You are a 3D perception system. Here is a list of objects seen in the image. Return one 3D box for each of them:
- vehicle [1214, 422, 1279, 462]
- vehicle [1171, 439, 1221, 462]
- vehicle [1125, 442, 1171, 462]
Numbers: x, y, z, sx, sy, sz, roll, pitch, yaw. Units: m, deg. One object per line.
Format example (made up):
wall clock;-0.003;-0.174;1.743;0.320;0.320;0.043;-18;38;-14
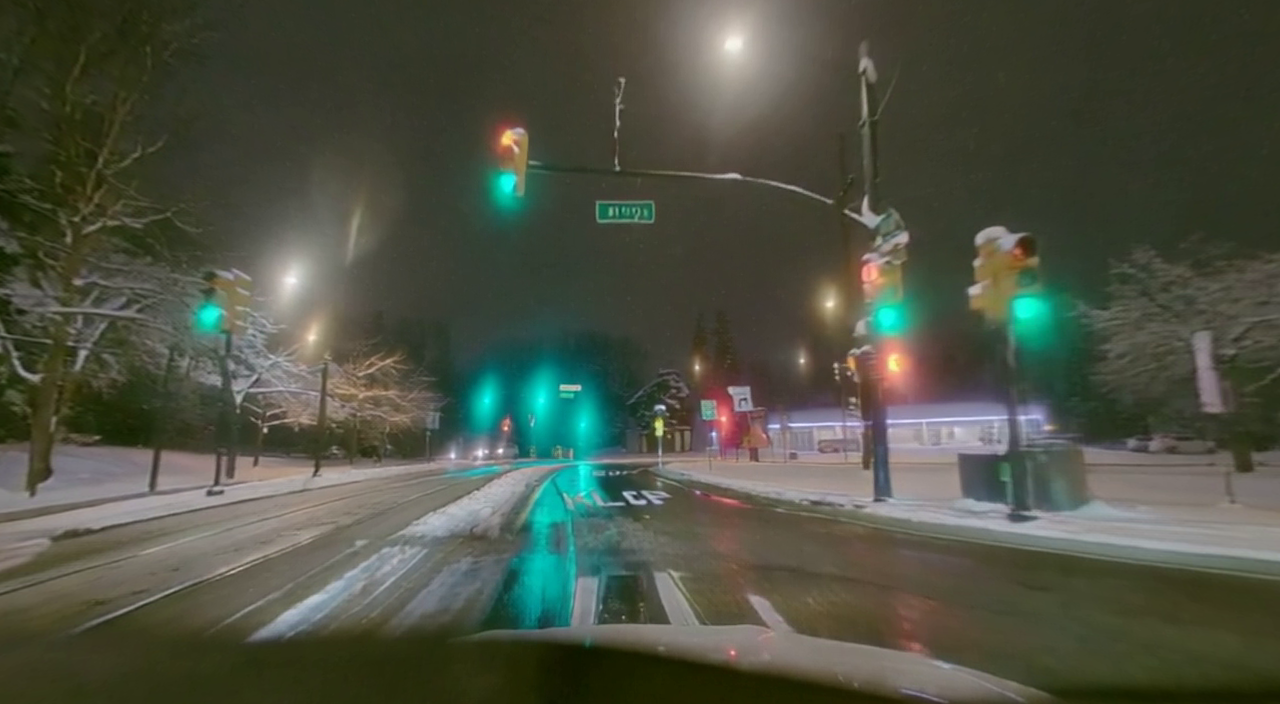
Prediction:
vehicle;45.585;6.635;46.701;2.420;2.792;6.047;-4;-8;26
vehicle;42.641;7.526;48.195;1.870;1.458;3.667;-4;-6;26
vehicle;39.595;7.752;49.010;1.926;1.441;3.860;-3;-8;26
